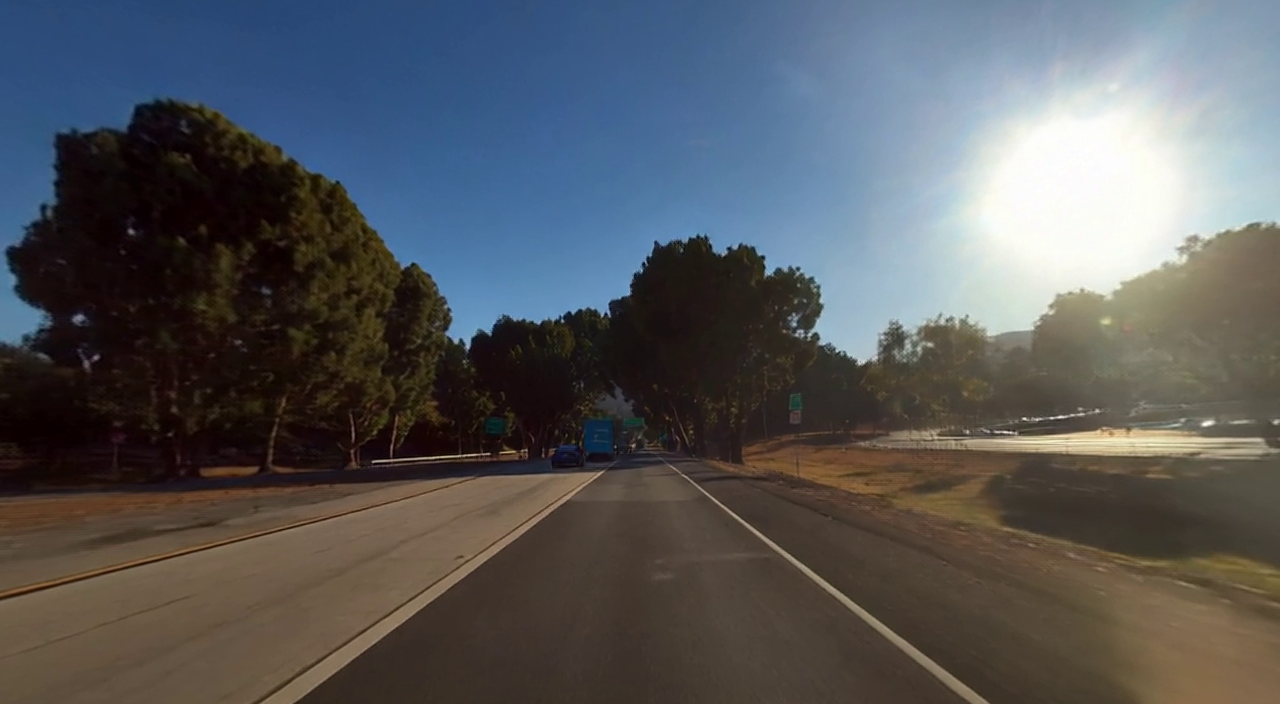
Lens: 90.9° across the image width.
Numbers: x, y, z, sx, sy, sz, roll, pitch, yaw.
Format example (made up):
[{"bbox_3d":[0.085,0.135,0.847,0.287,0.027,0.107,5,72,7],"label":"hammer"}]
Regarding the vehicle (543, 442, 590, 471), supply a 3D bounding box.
[{"bbox_3d":[-3.943,5.687,34.569,2.005,1.462,4.345,0,-8,1],"label":"vehicle"}]
